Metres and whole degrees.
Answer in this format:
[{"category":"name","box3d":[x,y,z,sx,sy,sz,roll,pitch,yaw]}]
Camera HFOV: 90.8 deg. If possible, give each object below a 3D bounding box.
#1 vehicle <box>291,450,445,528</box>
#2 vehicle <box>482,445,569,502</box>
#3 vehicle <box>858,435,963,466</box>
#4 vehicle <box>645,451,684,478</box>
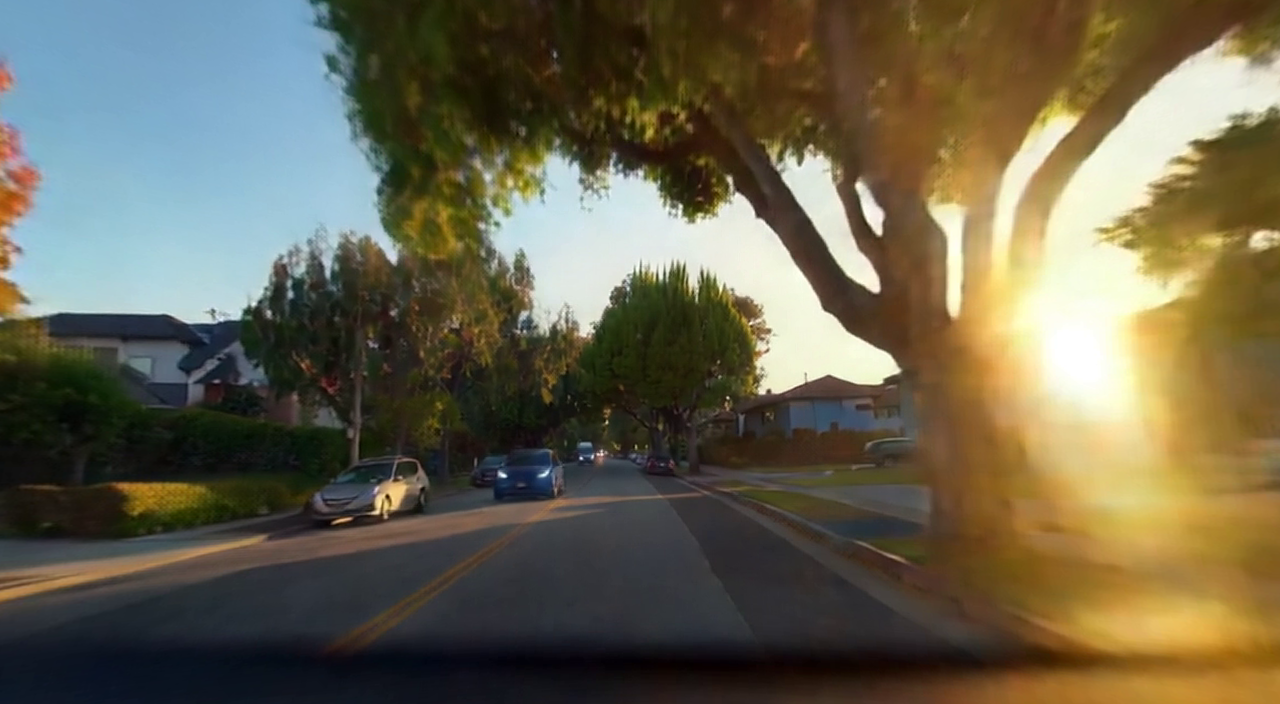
[{"category":"vehicle","box3d":[-6.591,3.317,15.908,2.031,1.662,4.194,0,-9,-1]},{"category":"vehicle","box3d":[-3.706,4.024,21.360,2.106,1.688,4.392,0,-9,0]},{"category":"vehicle","box3d":[13.102,4.815,30.910,4.370,1.433,1.889,-2,-9,12]},{"category":"vehicle","box3d":[1.452,6.918,39.071,1.996,1.516,4.122,1,-9,-4]}]
